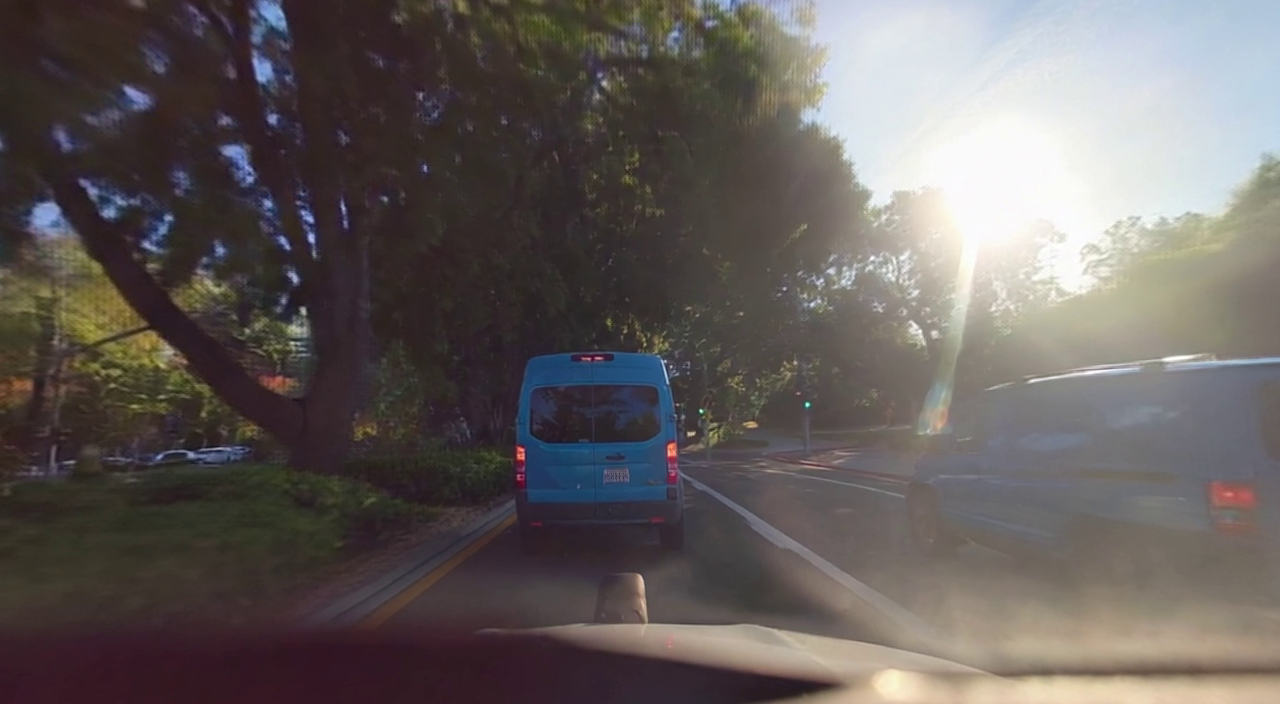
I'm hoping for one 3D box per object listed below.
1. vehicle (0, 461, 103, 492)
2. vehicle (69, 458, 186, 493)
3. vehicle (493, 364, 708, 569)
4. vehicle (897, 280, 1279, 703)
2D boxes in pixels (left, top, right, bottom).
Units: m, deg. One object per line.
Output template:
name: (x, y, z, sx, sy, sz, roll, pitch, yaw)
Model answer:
vehicle: (-35.351, 7.417, 37.779, 4.573, 1.691, 1.877, 0, -9, -4)
vehicle: (-27.453, 6.572, 33.885, 4.857, 1.729, 2.029, -1, -8, 10)
vehicle: (-0.356, 1.456, 8.569, 2.145, 2.046, 4.309, 0, -8, 1)
vehicle: (3.663, 0.905, 4.420, 1.988, 1.873, 3.968, 0, -8, 0)
